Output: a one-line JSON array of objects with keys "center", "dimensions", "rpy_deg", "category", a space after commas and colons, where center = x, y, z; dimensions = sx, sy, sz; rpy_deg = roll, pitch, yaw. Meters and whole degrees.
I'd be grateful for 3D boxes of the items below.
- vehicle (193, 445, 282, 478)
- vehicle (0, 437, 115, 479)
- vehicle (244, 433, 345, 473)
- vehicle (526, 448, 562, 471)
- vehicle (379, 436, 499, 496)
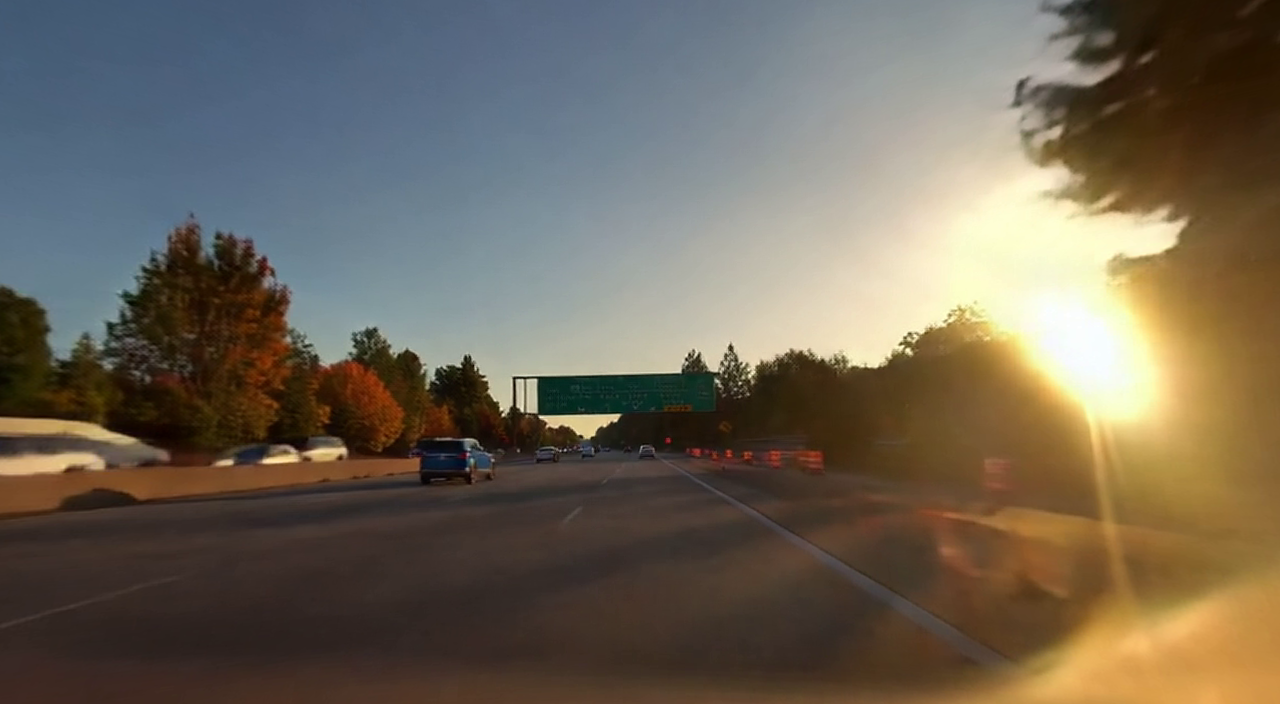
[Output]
[{"center": [-19.152, 5.216, 30.148], "dimensions": [1.680, 1.459, 3.734], "rpy_deg": [-1, -9, 2], "category": "vehicle"}, {"center": [-30.027, 5.038, 30.109], "dimensions": [2.748, 1.866, 8.287], "rpy_deg": [0, -8, 0], "category": "vehicle"}, {"center": [-22.906, 6.724, 42.203], "dimensions": [2.696, 2.385, 6.852], "rpy_deg": [-1, -9, 2], "category": "vehicle"}, {"center": [-6.823, 7.665, 45.065], "dimensions": [1.895, 1.506, 4.245], "rpy_deg": [0, -9, 0], "category": "vehicle"}, {"center": [-6.415, 3.698, 20.784], "dimensions": [2.402, 1.733, 4.512], "rpy_deg": [0, -9, 1], "category": "vehicle"}]
